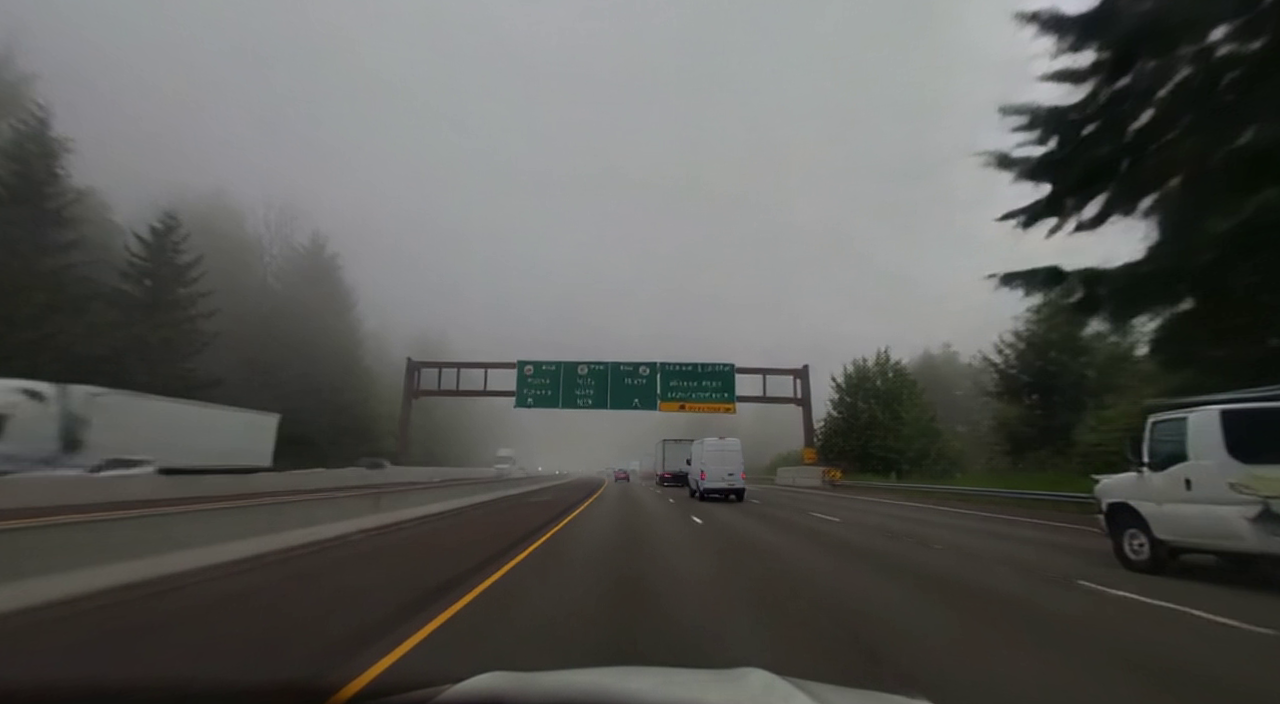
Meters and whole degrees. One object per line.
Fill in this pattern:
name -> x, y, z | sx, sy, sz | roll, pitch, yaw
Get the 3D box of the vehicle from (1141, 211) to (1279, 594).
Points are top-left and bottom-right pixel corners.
vehicle -> 8.200, 0.306, 5.291 | 2.973, 3.981, 5.821 | 0, -10, 2

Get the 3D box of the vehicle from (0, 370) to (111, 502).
vehicle -> -21.108, 2.713, 20.063 | 2.923, 3.992, 5.858 | 1, -10, 0

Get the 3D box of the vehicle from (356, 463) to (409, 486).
vehicle -> -17.877, 8.518, 43.848 | 1.950, 1.499, 4.151 | 1, -10, -1

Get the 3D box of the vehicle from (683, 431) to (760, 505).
vehicle -> 3.141, 4.704, 25.534 | 2.291, 2.639, 5.280 | 1, -10, -2

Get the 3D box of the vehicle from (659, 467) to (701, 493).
vehicle -> 2.316, 7.596, 37.462 | 2.081, 1.453, 4.300 | 1, -10, -2

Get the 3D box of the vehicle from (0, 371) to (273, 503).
vehicle -> -21.264, 3.893, 26.588 | 2.909, 4.066, 14.514 | 1, -10, -1
